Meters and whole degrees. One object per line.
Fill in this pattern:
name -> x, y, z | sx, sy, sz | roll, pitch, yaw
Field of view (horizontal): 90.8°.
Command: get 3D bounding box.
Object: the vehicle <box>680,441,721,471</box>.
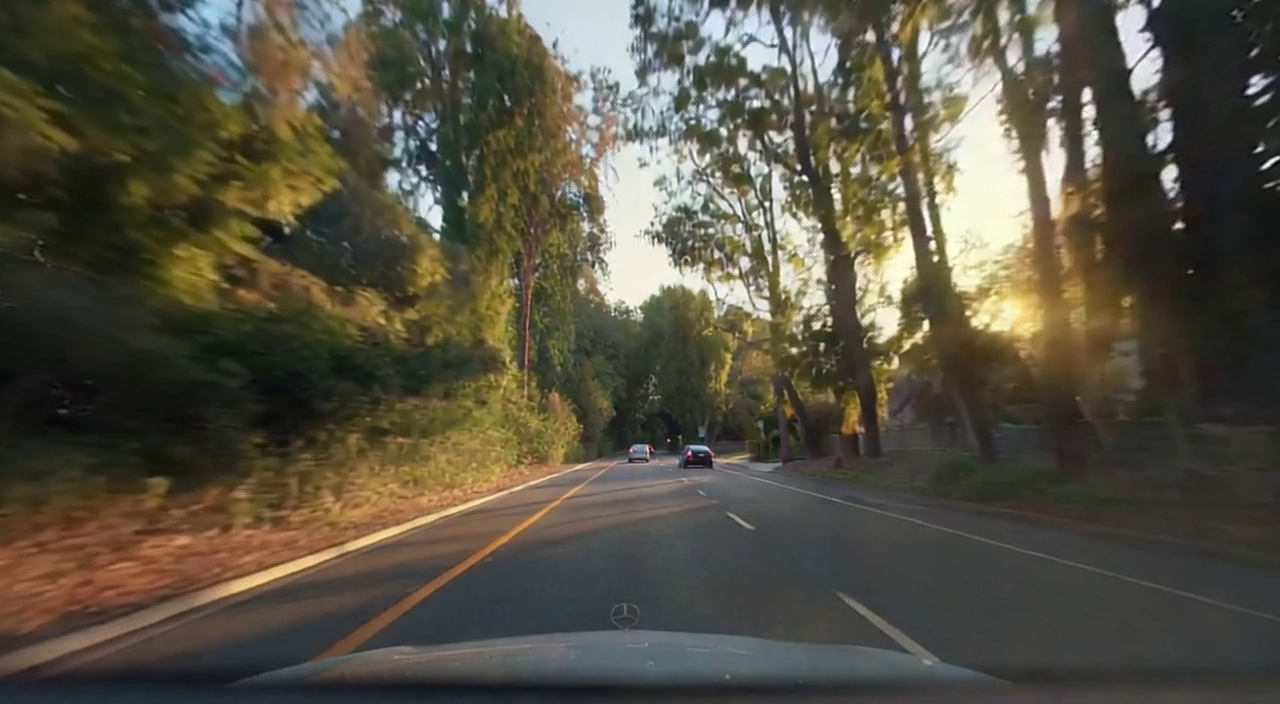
vehicle -> 3.527, 6.147, 37.367 | 1.888, 1.640, 4.044 | 0, -9, -2

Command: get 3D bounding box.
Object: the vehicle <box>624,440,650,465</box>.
vehicle -> -0.230, 7.880, 49.588 | 1.925, 1.799, 4.257 | 0, -9, -1
